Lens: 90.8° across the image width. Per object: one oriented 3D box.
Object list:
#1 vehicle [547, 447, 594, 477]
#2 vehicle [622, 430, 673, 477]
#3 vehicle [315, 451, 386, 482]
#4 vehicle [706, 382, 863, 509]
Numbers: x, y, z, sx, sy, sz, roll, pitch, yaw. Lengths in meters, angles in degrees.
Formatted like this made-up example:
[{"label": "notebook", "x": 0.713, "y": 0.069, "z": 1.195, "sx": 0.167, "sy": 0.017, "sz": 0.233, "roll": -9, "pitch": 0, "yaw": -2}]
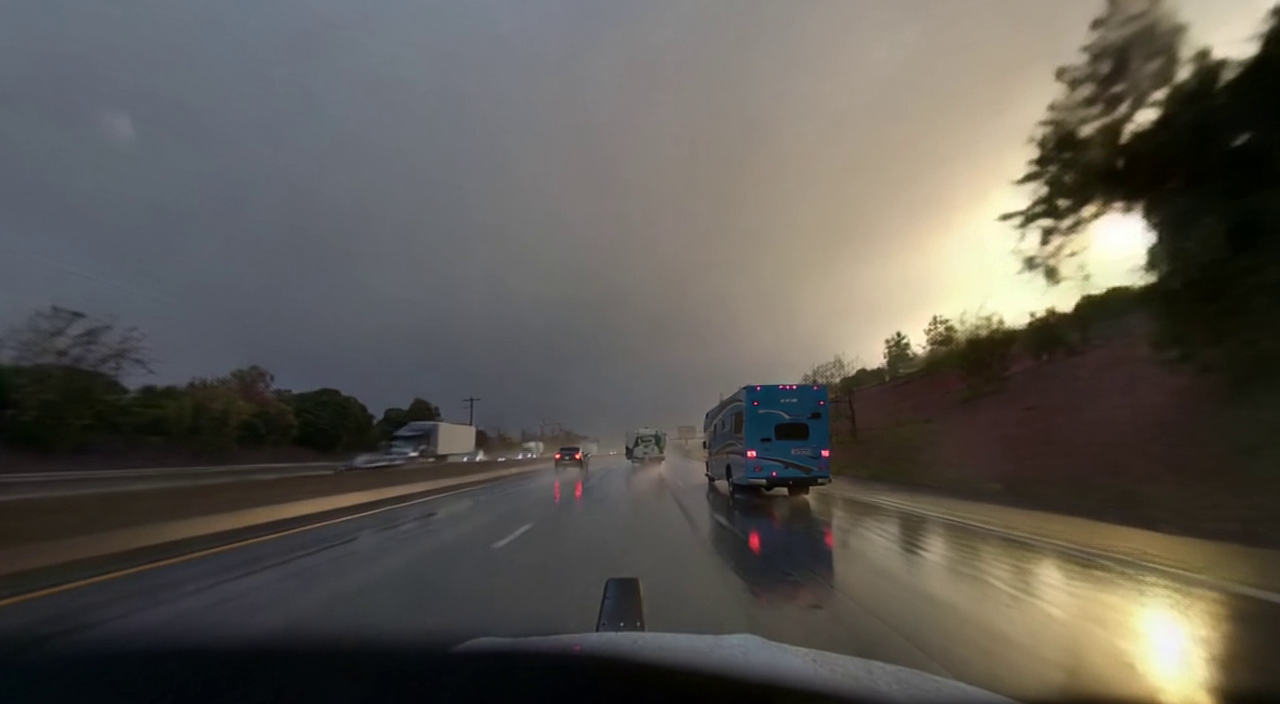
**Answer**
[{"label": "vehicle", "x": -3.675, "y": 5.901, "z": 34.160, "sx": 1.959, "sy": 1.502, "sz": 4.559, "roll": 0, "pitch": -9, "yaw": 1}, {"label": "vehicle", "x": 0.380, "y": 5.409, "z": 33.807, "sx": 2.524, "sy": 2.310, "sz": 4.986, "roll": 0, "pitch": -9, "yaw": 0}, {"label": "vehicle", "x": -15.354, "y": 6.078, "z": 33.730, "sx": 1.810, "sy": 1.482, "sz": 4.172, "roll": 0, "pitch": -9, "yaw": 0}, {"label": "vehicle", "x": 3.723, "y": 2.711, "z": 18.275, "sx": 2.607, "sy": 2.910, "sz": 7.252, "roll": 0, "pitch": -9, "yaw": -2}]
